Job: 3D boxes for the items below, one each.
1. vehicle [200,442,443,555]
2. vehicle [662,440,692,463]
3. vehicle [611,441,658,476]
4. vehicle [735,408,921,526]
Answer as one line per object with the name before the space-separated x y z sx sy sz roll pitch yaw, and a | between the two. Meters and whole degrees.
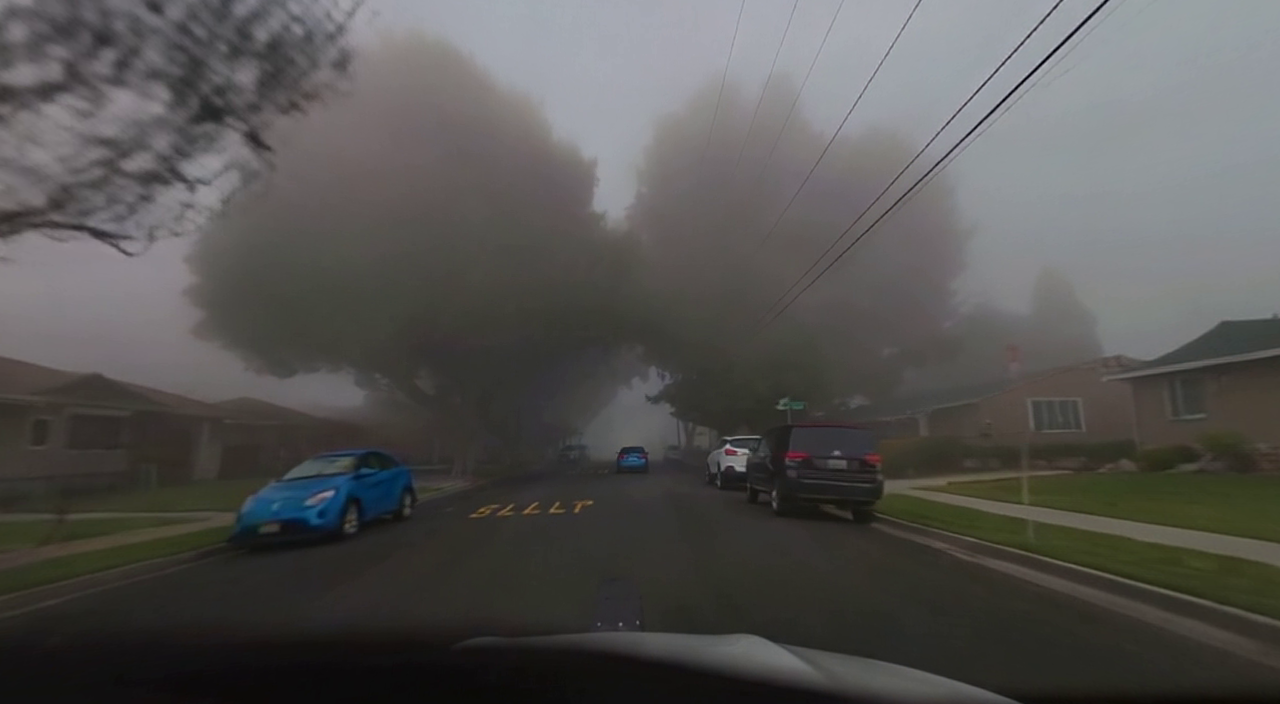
vehicle | -5.319 2.439 11.421 1.984 1.498 4.508 -3 -8 2
vehicle | 2.863 7.757 49.324 1.978 1.690 4.306 0 -8 -1
vehicle | -0.276 4.840 28.987 2.000 1.449 4.006 0 -8 -1
vehicle | 3.533 2.297 13.143 2.221 1.960 4.927 0 -8 -1
